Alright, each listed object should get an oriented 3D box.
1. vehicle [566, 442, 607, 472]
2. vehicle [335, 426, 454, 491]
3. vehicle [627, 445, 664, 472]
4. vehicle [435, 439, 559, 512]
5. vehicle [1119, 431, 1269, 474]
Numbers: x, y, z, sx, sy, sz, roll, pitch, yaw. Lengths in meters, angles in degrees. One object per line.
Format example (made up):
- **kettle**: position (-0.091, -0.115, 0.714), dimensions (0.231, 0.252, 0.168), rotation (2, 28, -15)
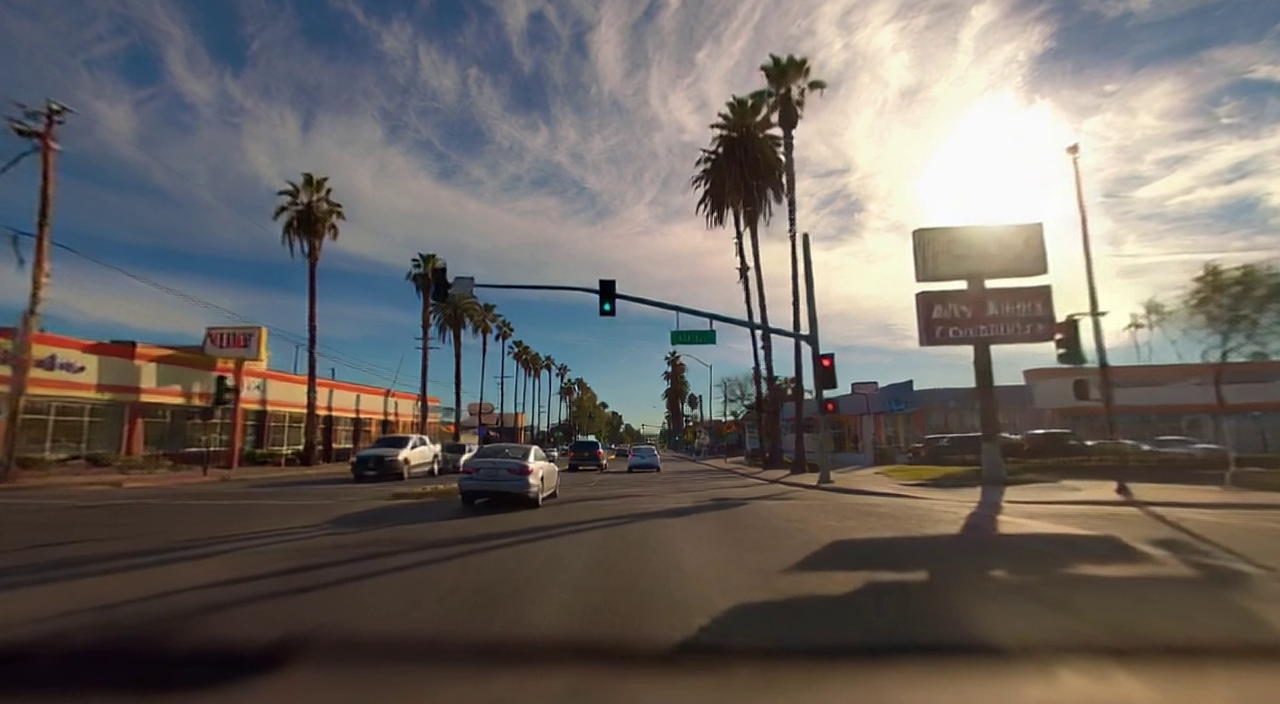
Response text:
- **vehicle**: position (-3.012, 6.020, 36.338), dimensions (1.979, 1.634, 3.957), rotation (0, -8, 1)
- **vehicle**: position (-8.267, 3.630, 21.743), dimensions (2.058, 1.929, 5.123), rotation (-1, -8, 0)
- **vehicle**: position (0.312, 6.381, 37.958), dimensions (2.094, 1.496, 4.070), rotation (0, -8, 0)
- **vehicle**: position (-3.292, 2.908, 15.427), dimensions (1.904, 1.513, 4.410), rotation (0, -8, 2)
- **vehicle**: position (22.853, 4.148, 26.027), dimensions (4.415, 1.622, 1.955), rotation (-8, -12, 44)
